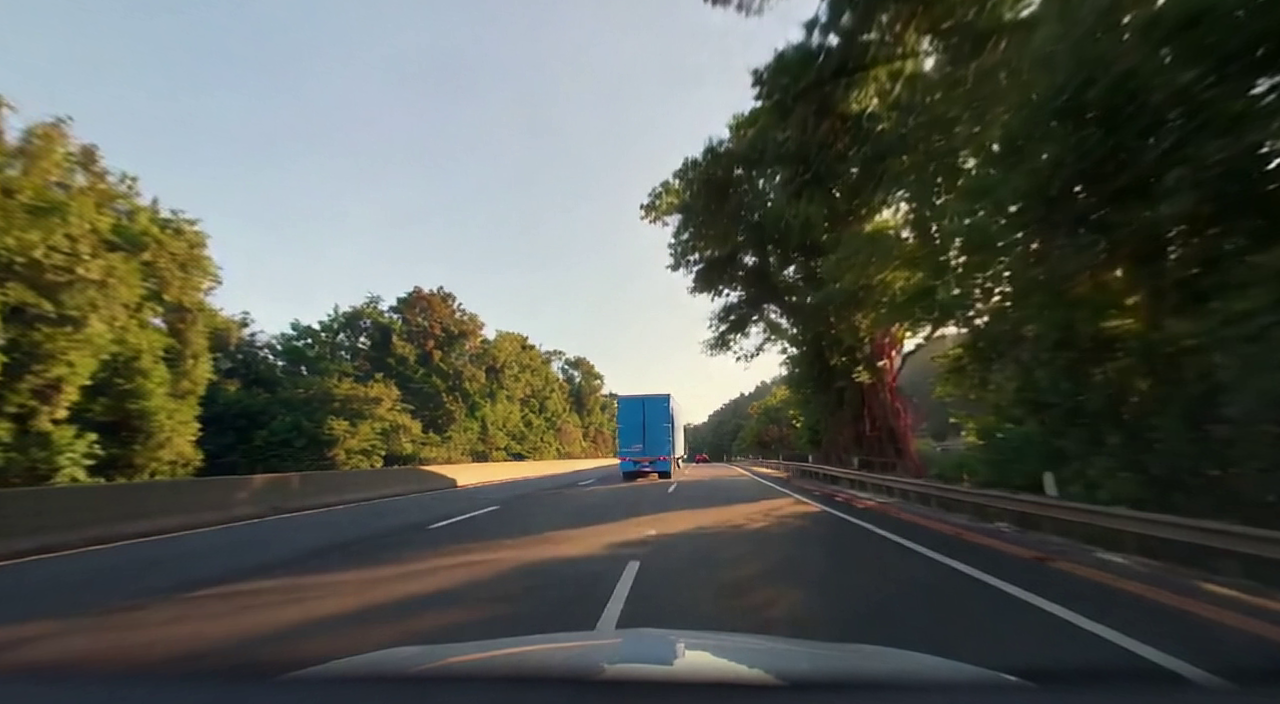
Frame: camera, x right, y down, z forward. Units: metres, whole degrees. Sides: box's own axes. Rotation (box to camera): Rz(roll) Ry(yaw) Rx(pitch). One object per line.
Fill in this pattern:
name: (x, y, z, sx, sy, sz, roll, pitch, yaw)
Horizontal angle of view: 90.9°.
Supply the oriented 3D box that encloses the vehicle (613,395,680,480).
vehicle: (0.558, 4.659, 33.800, 2.821, 3.878, 8.925, -1, -9, 5)
